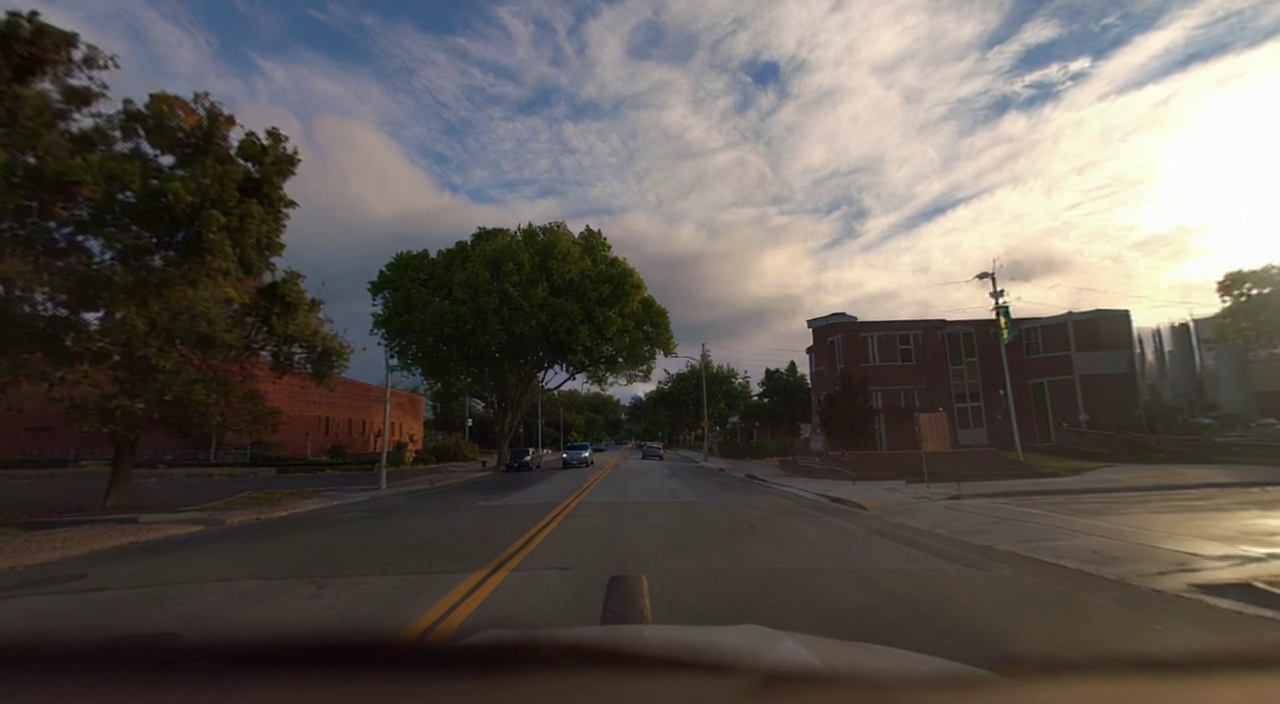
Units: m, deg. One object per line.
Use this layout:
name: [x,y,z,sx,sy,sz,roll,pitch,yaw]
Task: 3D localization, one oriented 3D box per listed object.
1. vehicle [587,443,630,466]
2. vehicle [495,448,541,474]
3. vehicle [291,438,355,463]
vehicle: [-2.507,7.895,48.829,2.154,1.641,4.254,3,-9,-20]
vehicle: [-7.310,6.553,38.129,1.930,1.463,4.195,0,-8,0]
vehicle: [-21.437,6.691,42.809,1.906,1.596,4.599,0,-8,1]
